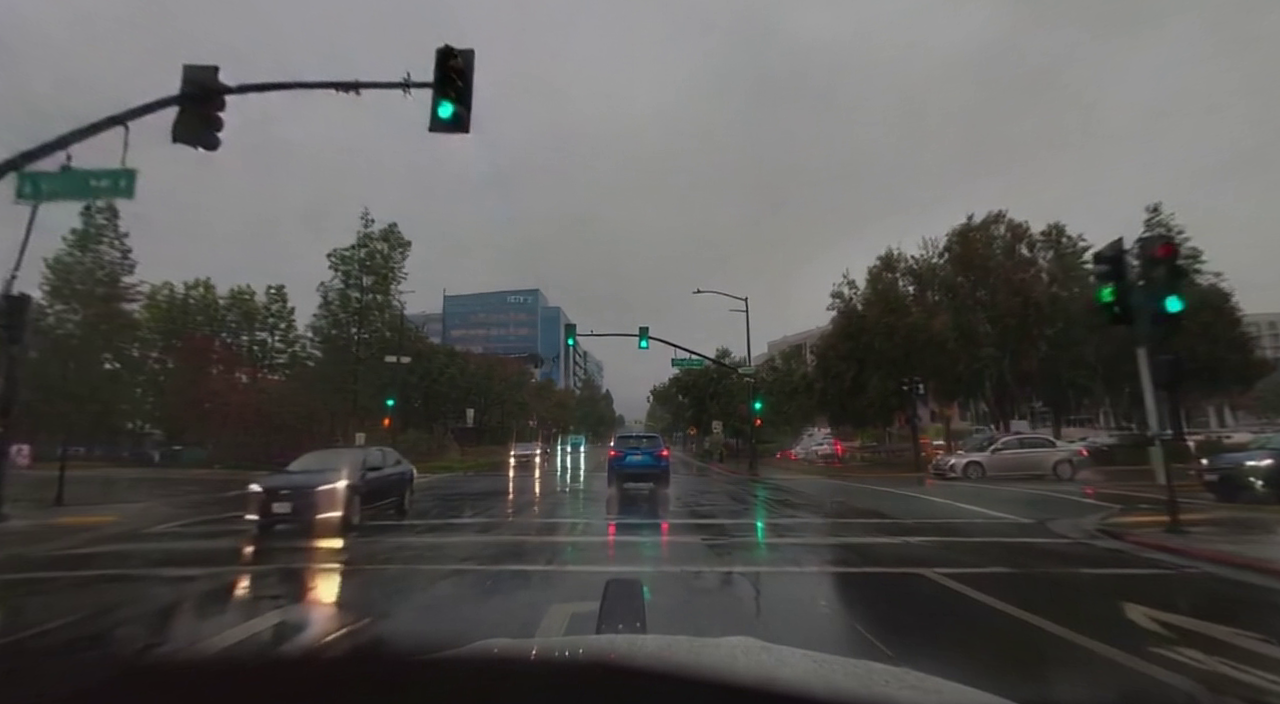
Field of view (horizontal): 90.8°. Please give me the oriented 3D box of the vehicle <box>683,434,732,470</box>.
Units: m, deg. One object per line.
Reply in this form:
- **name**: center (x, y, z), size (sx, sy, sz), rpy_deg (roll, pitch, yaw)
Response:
- **vehicle**: center (3.825, 5.768, 36.697), size (2.113, 1.869, 5.322), rpy_deg (0, -8, -1)

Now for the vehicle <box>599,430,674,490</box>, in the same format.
- **vehicle**: center (-0.130, 3.487, 20.688), size (2.183, 1.765, 4.059), rpy_deg (0, -8, -1)

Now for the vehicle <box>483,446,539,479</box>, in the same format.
- **vehicle**: center (-6.310, 5.419, 31.352), size (1.874, 1.480, 4.148), rpy_deg (0, -9, 1)

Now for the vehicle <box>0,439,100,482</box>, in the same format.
- **vehicle**: center (-26.098, 4.678, 27.559), size (4.393, 1.730, 2.151), rpy_deg (-4, -9, 26)

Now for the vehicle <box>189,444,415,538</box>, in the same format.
- **vehicle**: center (-6.252, 2.573, 12.448), size (1.934, 1.476, 4.457), rpy_deg (0, -8, 1)
